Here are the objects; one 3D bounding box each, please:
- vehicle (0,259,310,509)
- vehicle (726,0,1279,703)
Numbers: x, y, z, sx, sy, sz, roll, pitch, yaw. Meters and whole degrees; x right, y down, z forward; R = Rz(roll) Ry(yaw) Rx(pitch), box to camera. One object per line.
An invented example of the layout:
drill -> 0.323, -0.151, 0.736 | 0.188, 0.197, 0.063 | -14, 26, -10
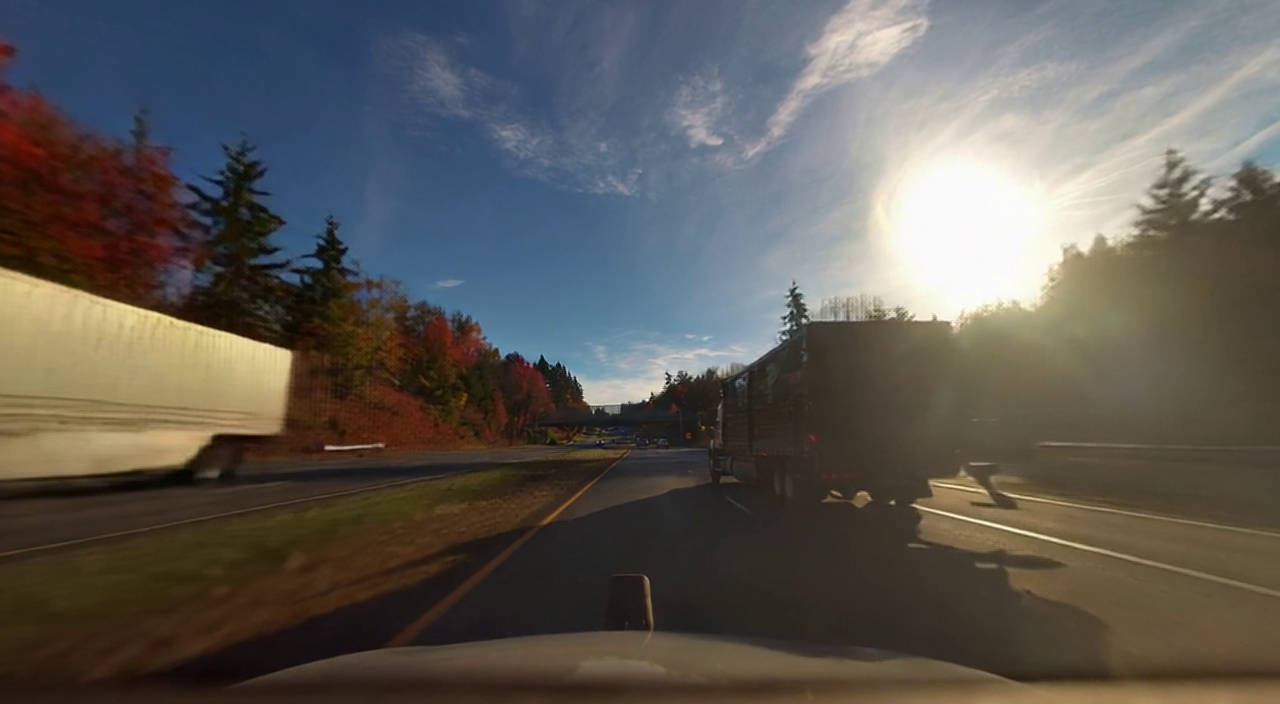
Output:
vehicle -> -11.726, 0.874, 12.609 | 2.874, 3.991, 13.320 | 0, -8, 0
vehicle -> 3.771, 0.213, 7.349 | 3.691, 4.331, 13.909 | 0, -8, 0
